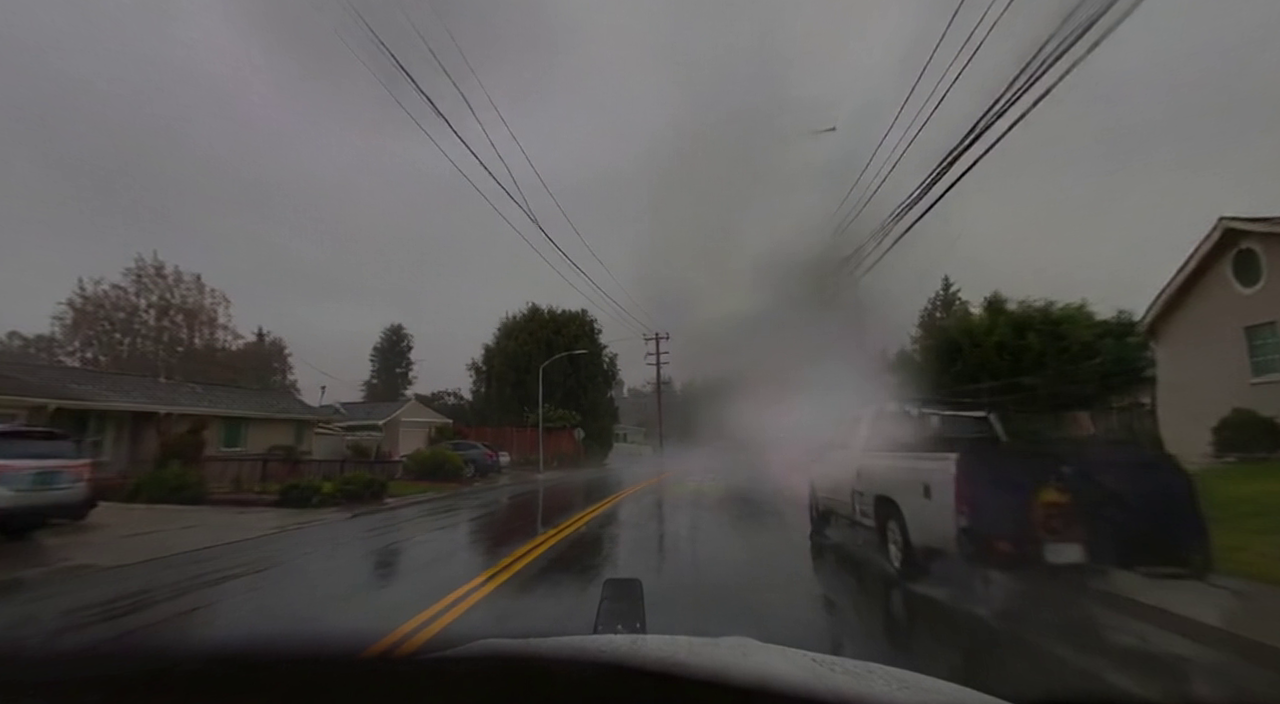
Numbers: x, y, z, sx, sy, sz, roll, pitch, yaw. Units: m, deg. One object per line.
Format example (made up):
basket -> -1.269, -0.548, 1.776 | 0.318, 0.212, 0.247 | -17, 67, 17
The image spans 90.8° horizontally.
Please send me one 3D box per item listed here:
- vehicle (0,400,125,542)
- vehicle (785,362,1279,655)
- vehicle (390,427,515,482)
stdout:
vehicle -> -11.732, 1.796, 9.730 | 5.632, 1.957, 2.302 | 0, -9, 3
vehicle -> 3.472, 1.512, 7.499 | 2.273, 1.938, 6.400 | 0, -9, 3
vehicle -> -9.003, 4.911, 30.497 | 5.228, 2.041, 2.023 | 4, -7, 11
